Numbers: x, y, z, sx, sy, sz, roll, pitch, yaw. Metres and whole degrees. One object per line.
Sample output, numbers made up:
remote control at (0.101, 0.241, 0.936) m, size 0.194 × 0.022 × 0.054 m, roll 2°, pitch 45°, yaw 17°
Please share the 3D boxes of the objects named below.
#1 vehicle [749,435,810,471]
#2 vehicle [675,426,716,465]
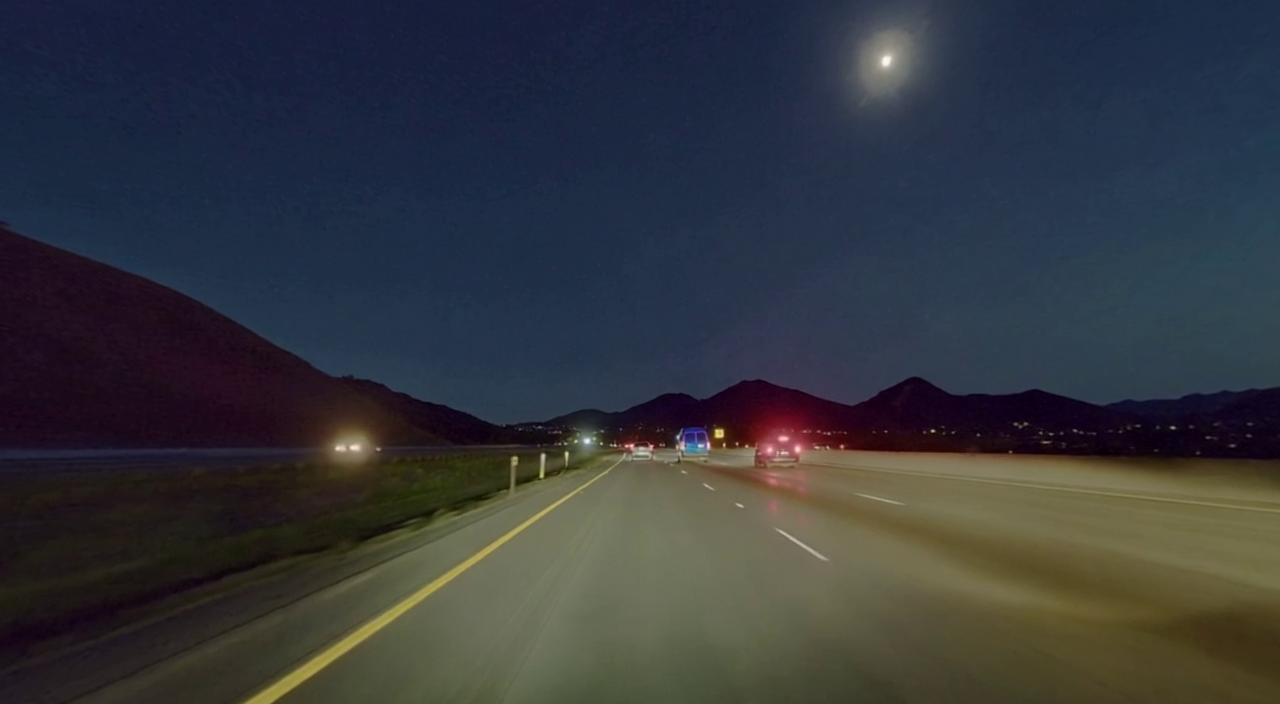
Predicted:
vehicle at (7.955, 5.814, 36.522) m, size 2.240 × 1.925 × 4.854 m, roll 0°, pitch -8°, yaw -2°
vehicle at (3.933, 6.825, 46.074) m, size 2.302 × 2.670 × 6.176 m, roll 0°, pitch -8°, yaw -1°
